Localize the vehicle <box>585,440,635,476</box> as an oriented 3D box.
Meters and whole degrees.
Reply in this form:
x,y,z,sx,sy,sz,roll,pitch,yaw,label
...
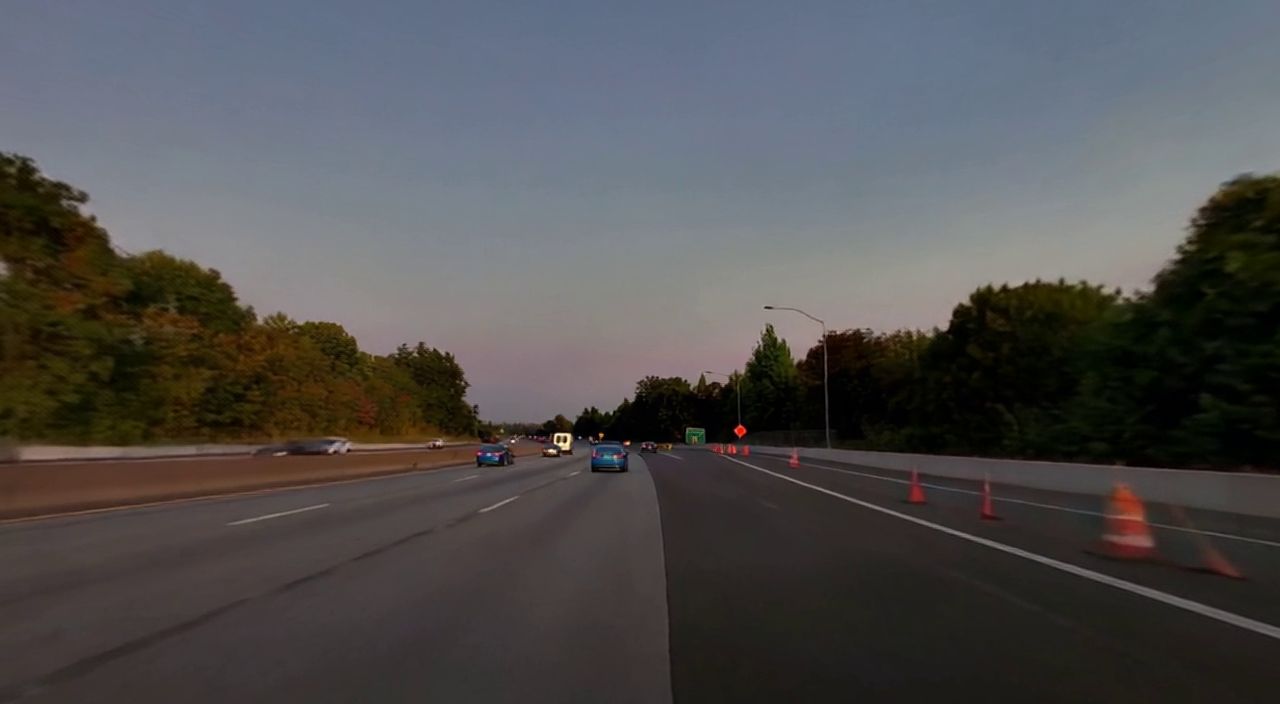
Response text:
x,y,z,sx,sy,sz,roll,pitch,yaw,label
-1.256,4.710,28.196,1.963,1.462,4.681,0,-8,0,vehicle

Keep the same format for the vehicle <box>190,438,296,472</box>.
x,y,z,sx,sy,sz,roll,pitch,yaw,label
-19.387,5.024,30.986,1.991,1.500,5.020,0,-8,0,vehicle

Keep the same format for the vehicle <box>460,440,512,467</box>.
x,y,z,sx,sy,sz,roll,pitch,yaw,label
-9.064,5.989,37.228,1.946,1.472,4.472,0,-8,0,vehicle

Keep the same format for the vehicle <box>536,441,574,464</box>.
x,y,z,sx,sy,sz,roll,pitch,yaw,label
-5.745,6.845,42.943,1.951,1.439,4.633,0,-8,0,vehicle
